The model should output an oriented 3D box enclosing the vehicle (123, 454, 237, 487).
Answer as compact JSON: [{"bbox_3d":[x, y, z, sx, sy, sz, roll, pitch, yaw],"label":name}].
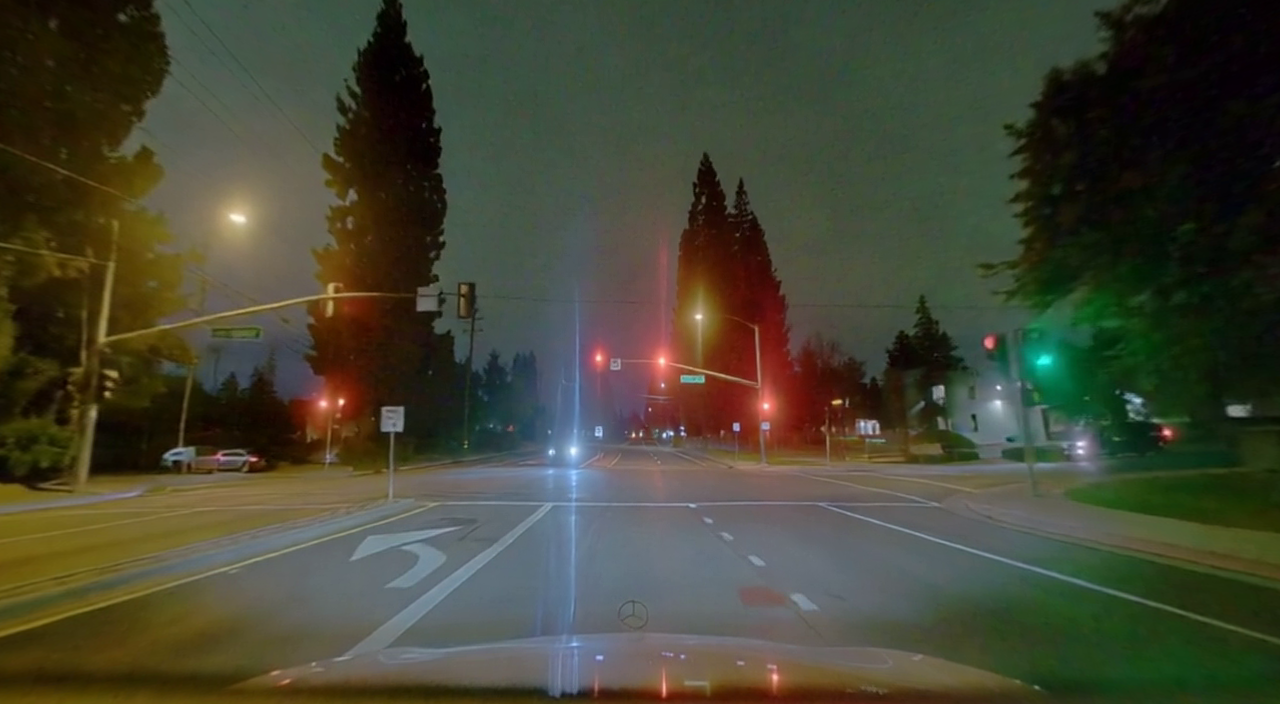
[{"bbox_3d":[-24.737,6.373,34.019,4.553,1.722,1.915,0,-9,-2],"label":"vehicle"}]

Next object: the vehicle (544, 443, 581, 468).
[{"bbox_3d":[-5.156,6.958,42.691,1.948,1.471,5.408,2,-8,-2],"label":"vehicle"}]

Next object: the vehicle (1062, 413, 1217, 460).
[{"bbox_3d":[21.652,3.715,27.521,4.775,1.952,2.239,0,-9,0],"label":"vehicle"}]
